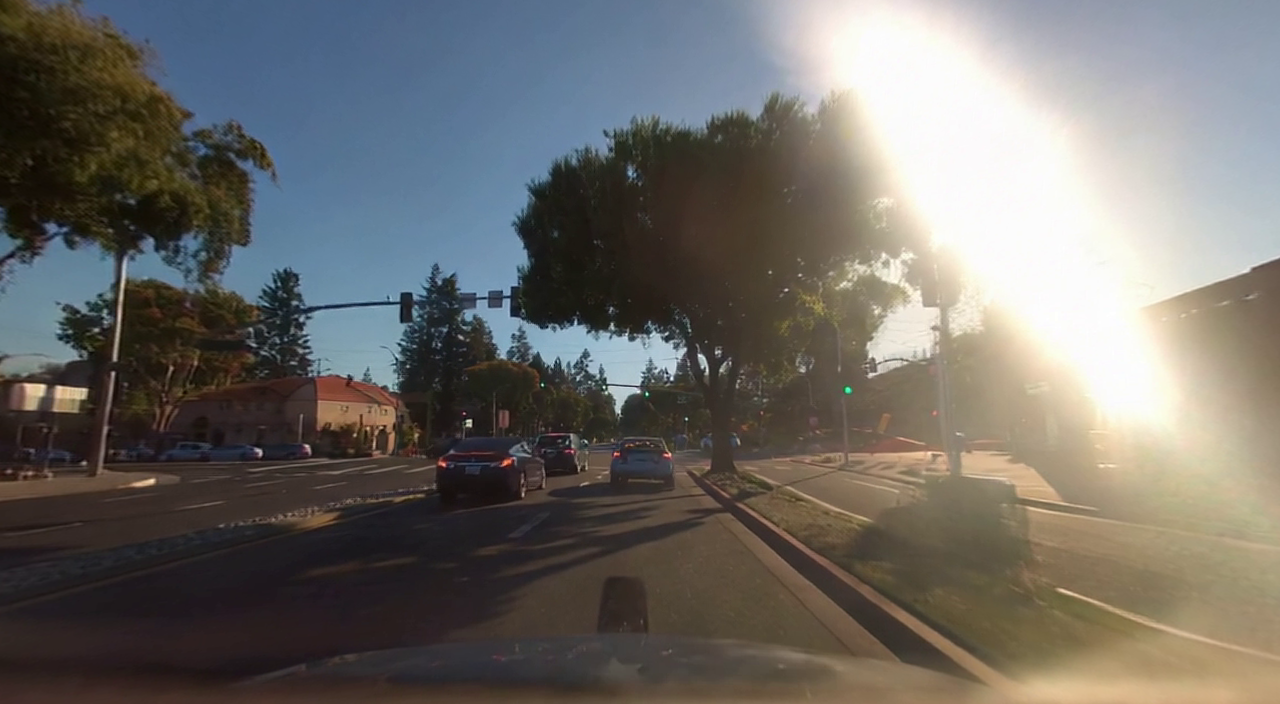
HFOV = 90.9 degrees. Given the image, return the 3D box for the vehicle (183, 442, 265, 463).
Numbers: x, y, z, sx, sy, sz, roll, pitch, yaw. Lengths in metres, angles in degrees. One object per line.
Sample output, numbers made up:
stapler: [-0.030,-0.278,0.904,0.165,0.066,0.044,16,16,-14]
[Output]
vehicle: [-30.053,7.251,45.622,4.708,1.467,1.819,0,-8,2]

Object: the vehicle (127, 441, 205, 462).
vehicle: [-36.999,7.755,49.265,4.513,1.616,1.899,0,-8,1]

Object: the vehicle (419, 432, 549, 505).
vehicle: [-3.584,2.767,15.415,1.942,1.497,4.561,0,-8,1]

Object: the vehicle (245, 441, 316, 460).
vehicle: [-28.053,7.698,49.274,4.423,1.444,1.836,0,-8,1]

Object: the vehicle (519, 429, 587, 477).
vehicle: [-3.378,4.026,25.329,2.029,1.752,4.420,0,-8,1]

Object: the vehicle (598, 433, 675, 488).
vehicle: [-0.115,3.210,18.962,2.066,1.482,3.923,0,-8,0]
